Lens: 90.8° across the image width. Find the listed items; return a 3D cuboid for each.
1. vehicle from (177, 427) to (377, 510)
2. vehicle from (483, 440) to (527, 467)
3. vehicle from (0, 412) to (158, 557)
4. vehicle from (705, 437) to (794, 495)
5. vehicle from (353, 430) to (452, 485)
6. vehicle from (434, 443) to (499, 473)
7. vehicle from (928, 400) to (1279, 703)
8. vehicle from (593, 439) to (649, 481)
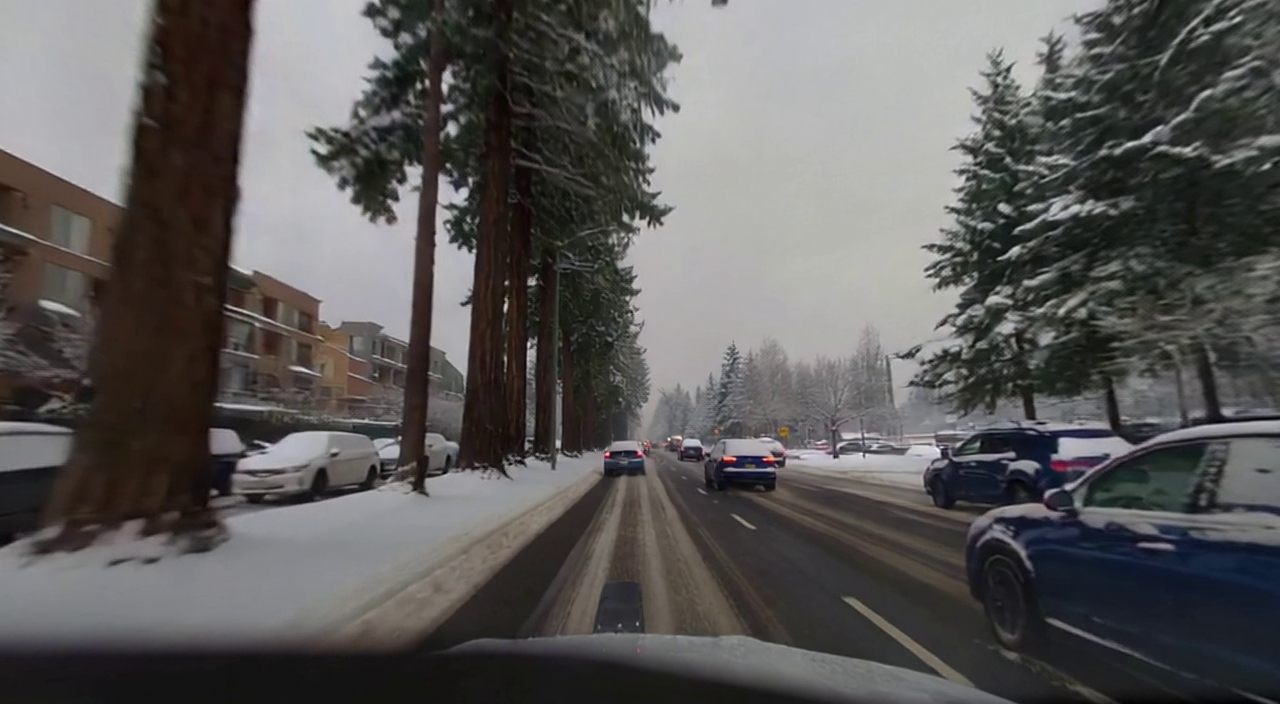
[{"bbox_3d":[-8.901,2.886,16.187,2.145,1.747,5.014,-1,-8,0],"label":"vehicle"},{"bbox_3d":[-9.030,6.792,42.721,2.019,1.668,4.433,-1,-8,0],"label":"vehicle"},{"bbox_3d":[-8.822,1.651,7.882,2.105,1.745,4.478,0,-8,-1],"label":"vehicle"},{"bbox_3d":[3.096,3.303,18.662,1.852,1.498,3.825,0,-8,-2],"label":"vehicle"},{"bbox_3d":[-9.023,4.031,24.512,2.043,1.860,4.656,-1,-8,0],"label":"vehicle"},{"bbox_3d":[-9.022,5.523,33.218,2.148,1.473,4.709,0,-8,-1],"label":"vehicle"},{"bbox_3d":[3.393,0.985,2.778,2.021,1.471,4.666,0,-8,0],"label":"vehicle"},{"bbox_3d":[-0.687,4.138,24.451,1.994,1.479,3.647,0,-8,0],"label":"vehicle"}]
